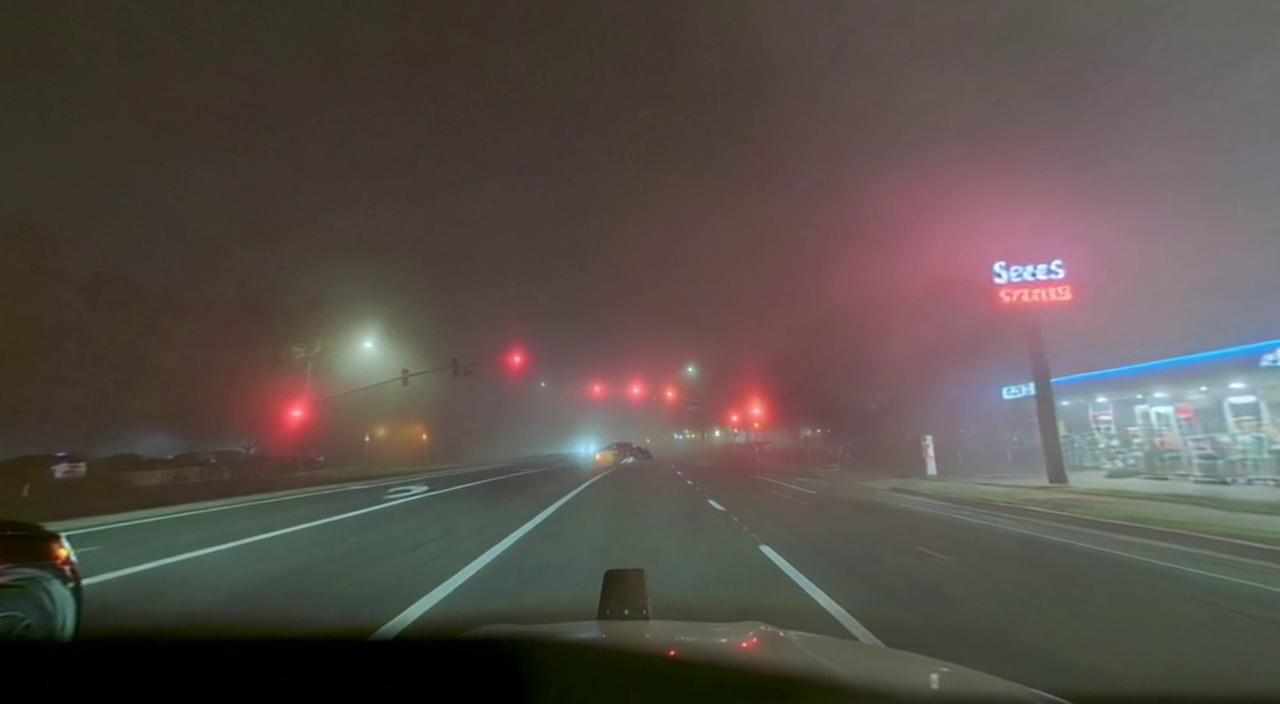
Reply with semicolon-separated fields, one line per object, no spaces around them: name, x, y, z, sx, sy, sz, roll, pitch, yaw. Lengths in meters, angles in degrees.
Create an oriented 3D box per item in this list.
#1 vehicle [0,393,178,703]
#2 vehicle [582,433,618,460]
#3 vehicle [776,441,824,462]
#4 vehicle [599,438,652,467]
vehicle;-3.471;0.706;1.070;2.018;1.470;4.346;0;-8;1
vehicle;-2.796;6.745;44.888;2.160;1.803;4.419;0;-8;2
vehicle;11.526;7.101;45.204;1.810;1.463;4.245;-6;-10;37
vehicle;-0.687;5.311;33.526;2.082;1.460;4.442;-1;-8;9
